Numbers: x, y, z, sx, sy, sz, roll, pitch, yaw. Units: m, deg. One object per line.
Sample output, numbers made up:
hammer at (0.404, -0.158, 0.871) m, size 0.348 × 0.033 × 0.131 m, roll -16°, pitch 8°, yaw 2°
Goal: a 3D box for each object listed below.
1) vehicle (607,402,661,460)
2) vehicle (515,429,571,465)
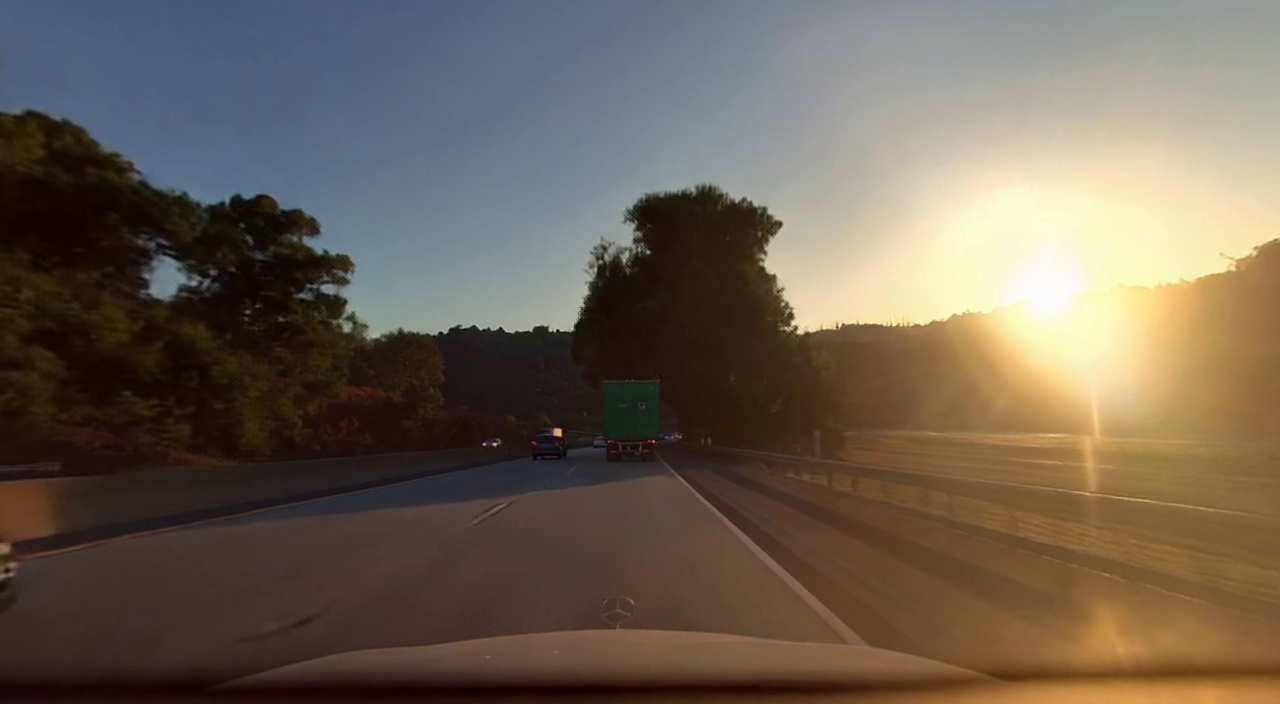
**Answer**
vehicle at (-0.269, 3.482, 27.730) m, size 2.319 × 2.461 × 1.270 m, roll 0°, pitch -8°, yaw -1°
vehicle at (-4.901, 4.878, 32.504) m, size 2.138 × 1.697 × 4.587 m, roll 0°, pitch -8°, yaw 1°
